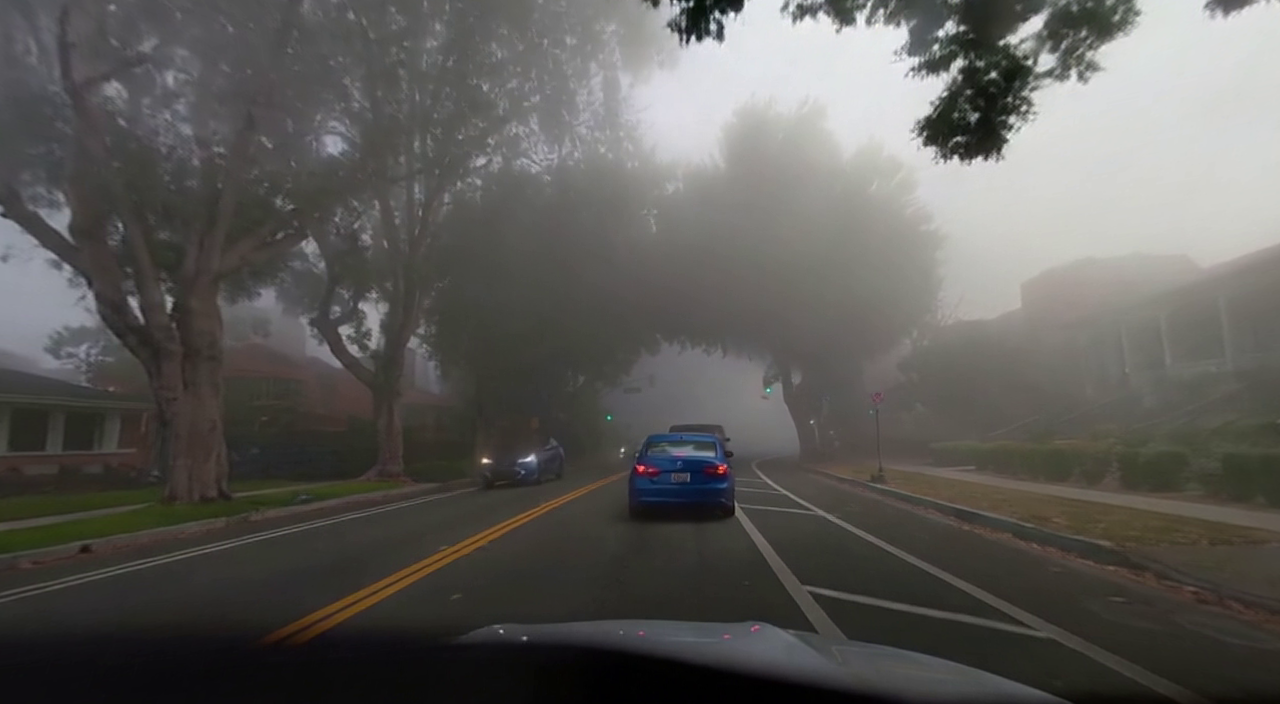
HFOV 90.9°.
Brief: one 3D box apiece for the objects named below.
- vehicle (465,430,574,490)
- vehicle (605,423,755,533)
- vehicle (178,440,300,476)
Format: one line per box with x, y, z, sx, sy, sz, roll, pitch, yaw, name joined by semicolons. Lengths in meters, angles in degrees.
-3.676;3.413;20.284;2.082;1.682;4.623;-1;-8;7;vehicle
0.622;2.039;10.772;2.070;1.516;3.936;0;-8;2;vehicle
-17.432;4.627;27.500;4.069;1.445;2.063;-2;-9;10;vehicle
